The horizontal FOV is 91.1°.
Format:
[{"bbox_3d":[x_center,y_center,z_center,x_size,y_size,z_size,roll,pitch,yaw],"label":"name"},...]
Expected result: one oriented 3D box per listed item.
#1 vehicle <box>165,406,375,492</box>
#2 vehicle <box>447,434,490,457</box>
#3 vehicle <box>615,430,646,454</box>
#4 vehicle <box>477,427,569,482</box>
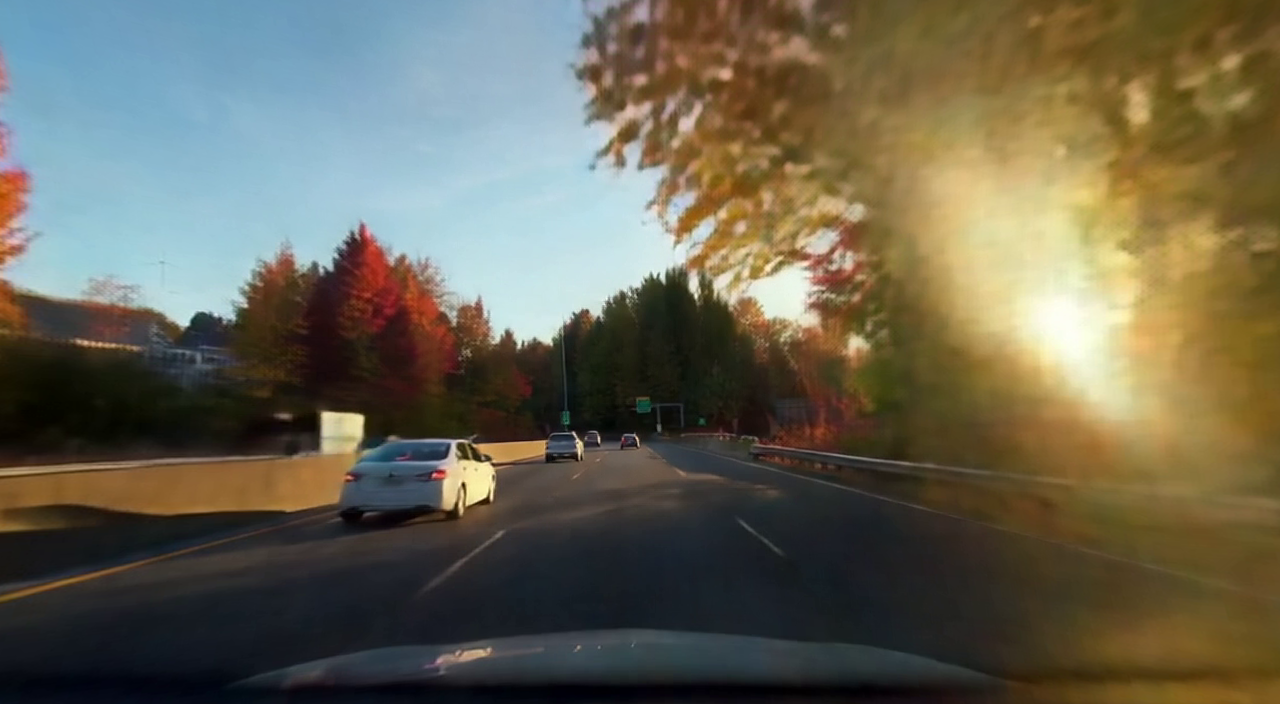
[{"bbox_3d":[-11.557,3.118,20.702,2.459,2.312,7.383,0,-8,0],"label":"vehicle"},{"bbox_3d":[-12.450,6.818,45.896,1.903,1.544,4.199,0,-8,0],"label":"vehicle"},{"bbox_3d":[-0.655,6.264,43.971,2.054,1.609,3.859,0,-8,0],"label":"vehicle"},{"bbox_3d":[-3.467,3.122,19.575,1.989,1.497,4.645,0,-8,0],"label":"vehicle"}]
